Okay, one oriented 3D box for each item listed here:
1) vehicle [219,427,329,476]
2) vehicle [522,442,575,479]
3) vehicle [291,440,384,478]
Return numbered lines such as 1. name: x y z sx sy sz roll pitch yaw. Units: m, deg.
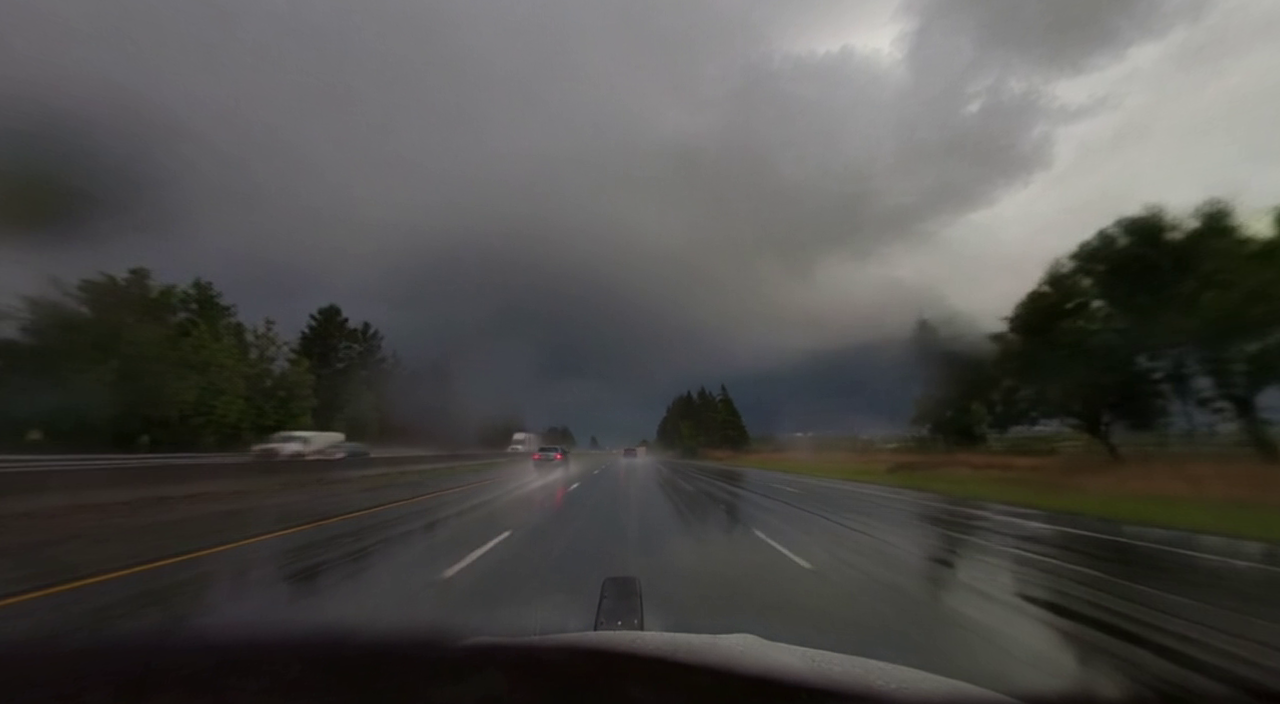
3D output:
1. vehicle: -17.456 4.795 30.399 2.207 2.103 5.189 0 -9 -1
2. vehicle: -4.582 5.506 32.112 2.111 1.717 4.426 0 -9 -1
3. vehicle: -13.039 4.637 27.444 1.891 1.500 4.396 0 -9 -1
